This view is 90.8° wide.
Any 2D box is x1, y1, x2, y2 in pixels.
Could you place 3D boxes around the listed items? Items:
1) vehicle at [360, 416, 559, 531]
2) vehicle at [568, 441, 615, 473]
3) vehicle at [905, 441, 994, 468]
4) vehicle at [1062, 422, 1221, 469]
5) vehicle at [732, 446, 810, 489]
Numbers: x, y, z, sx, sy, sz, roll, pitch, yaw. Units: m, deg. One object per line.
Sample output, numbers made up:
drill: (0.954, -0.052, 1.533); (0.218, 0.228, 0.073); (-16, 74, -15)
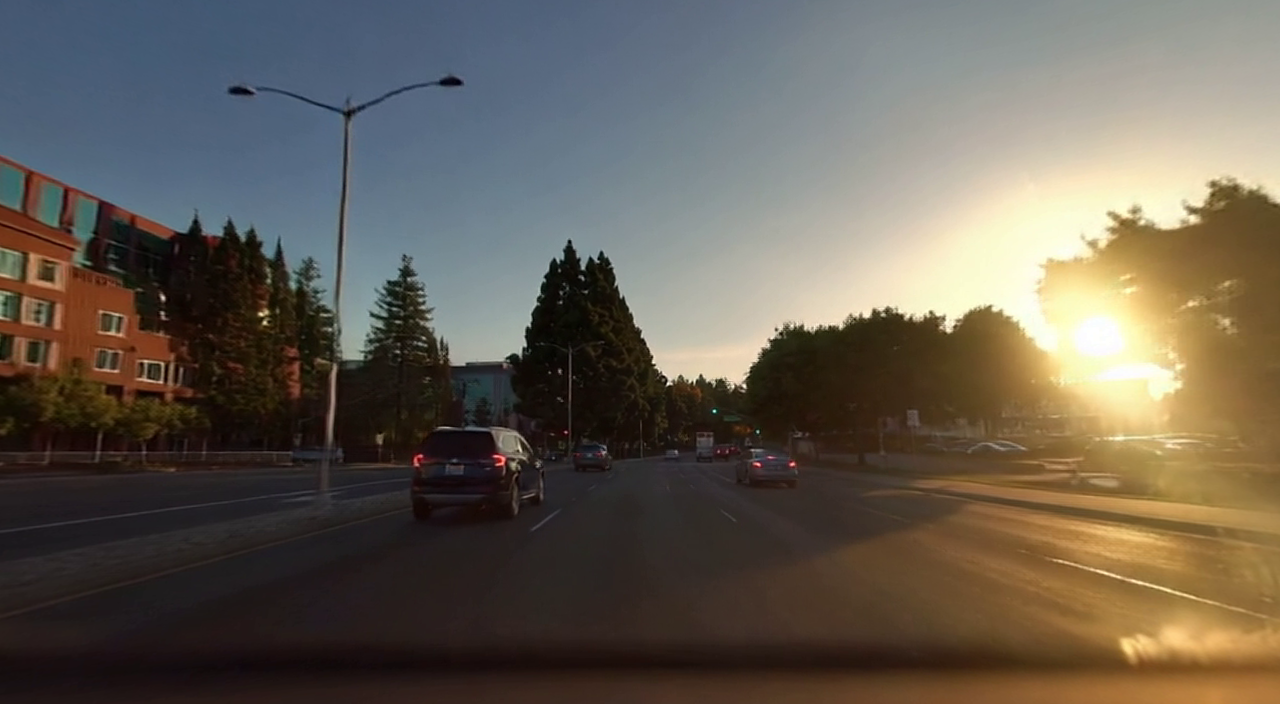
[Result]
vehicle: (-3.320, 2.409, 13.158); (2.450, 1.866, 5.416); (0, -9, 1)
vehicle: (-2.884, 6.376, 38.669); (2.305, 1.833, 4.912); (-1, -9, 3)
vehicle: (19.867, 6.555, 40.632); (4.972, 1.547, 2.226); (2, -10, -21)
vehicle: (27.747, 5.273, 35.534); (2.943, 2.298, 7.374); (0, -9, 1)
vehicle: (4.836, 4.323, 23.983); (1.960, 1.471, 4.378); (0, -9, -1)
